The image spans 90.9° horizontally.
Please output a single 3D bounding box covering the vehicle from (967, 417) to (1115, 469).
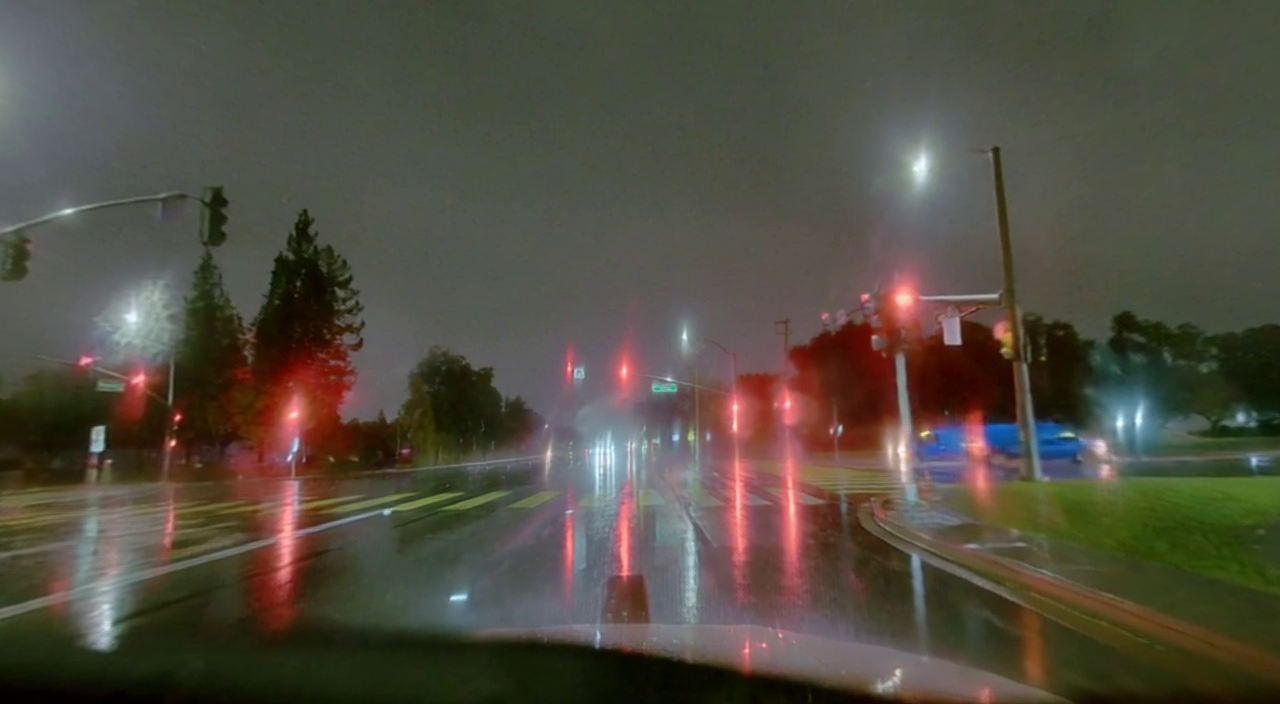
[{"bbox_3d":[15.867,3.654,25.172,4.536,1.965,1.780,-1,-8,5],"label":"vehicle"}]

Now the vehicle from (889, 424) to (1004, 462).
[{"bbox_3d":[15.421,4.613,31.918,4.790,1.798,1.909,-1,-8,2],"label":"vehicle"}]
